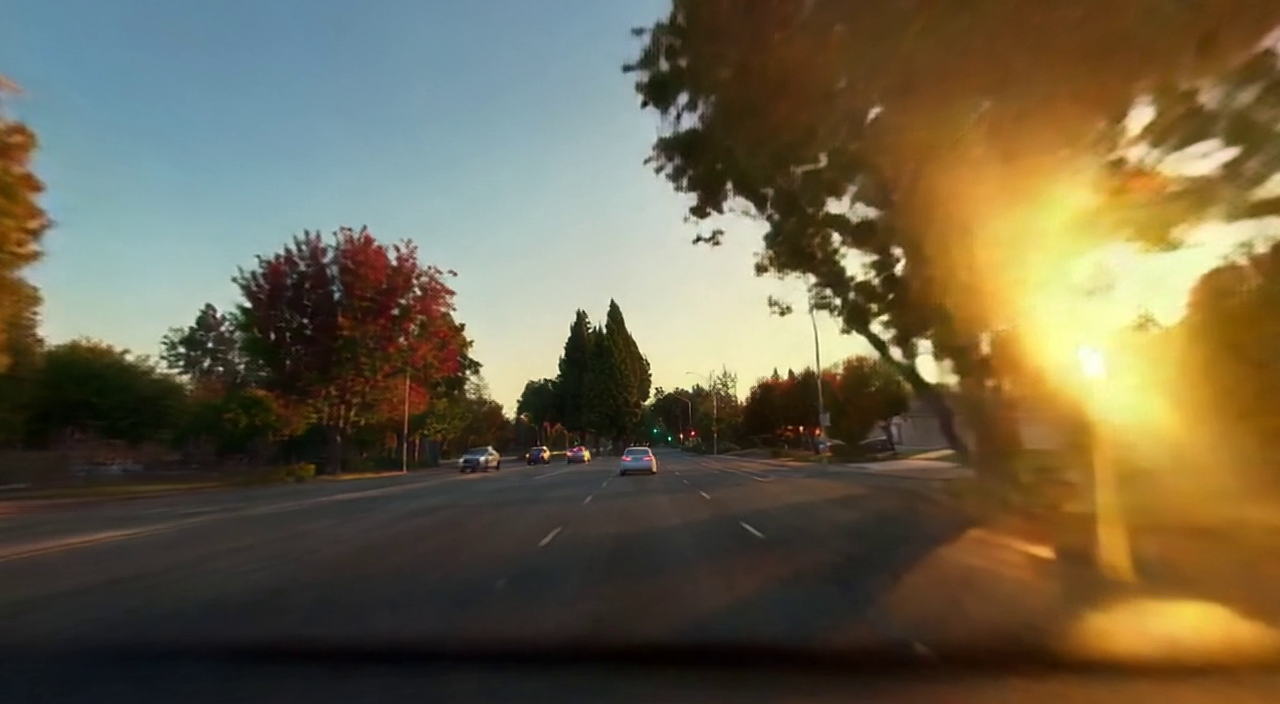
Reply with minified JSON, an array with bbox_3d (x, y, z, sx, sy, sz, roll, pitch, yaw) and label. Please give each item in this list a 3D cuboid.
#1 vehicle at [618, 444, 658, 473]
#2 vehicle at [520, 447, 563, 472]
[{"bbox_3d":[-0.065,5.987,35.609,2.106,1.517,4.375,0,-9,1],"label":"vehicle"},{"bbox_3d":[-6.232,6.818,40.267,2.014,1.472,4.357,0,-9,1],"label":"vehicle"}]
